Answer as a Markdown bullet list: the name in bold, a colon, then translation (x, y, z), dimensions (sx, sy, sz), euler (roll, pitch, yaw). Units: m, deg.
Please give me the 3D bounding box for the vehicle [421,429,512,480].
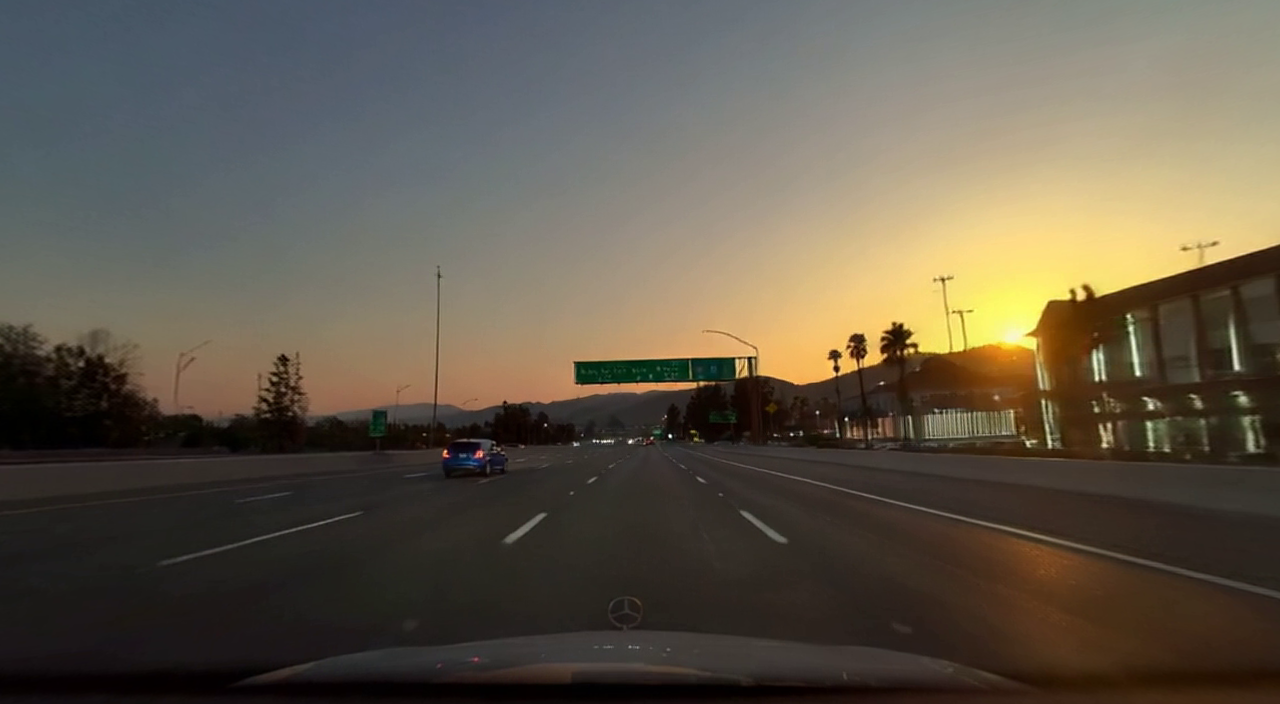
- **vehicle**: translation (-6.707, 4.027, 25.021), dimensions (2.145, 1.793, 4.762), euler (0, -8, 1)
